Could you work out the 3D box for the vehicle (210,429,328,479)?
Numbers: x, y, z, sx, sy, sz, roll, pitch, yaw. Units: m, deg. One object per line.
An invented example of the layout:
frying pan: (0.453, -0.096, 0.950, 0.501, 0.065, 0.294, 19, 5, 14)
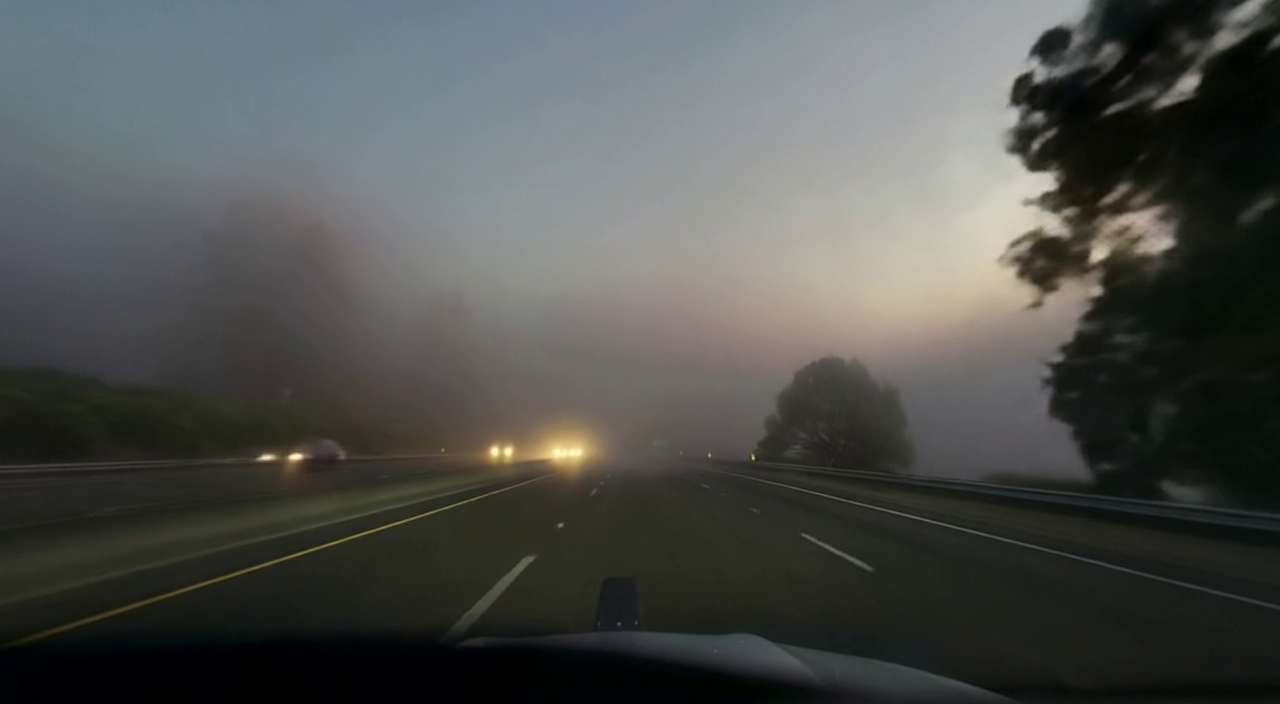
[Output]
vehicle: (-16.236, 4.501, 27.917, 2.214, 1.966, 4.920, -1, -9, 0)
